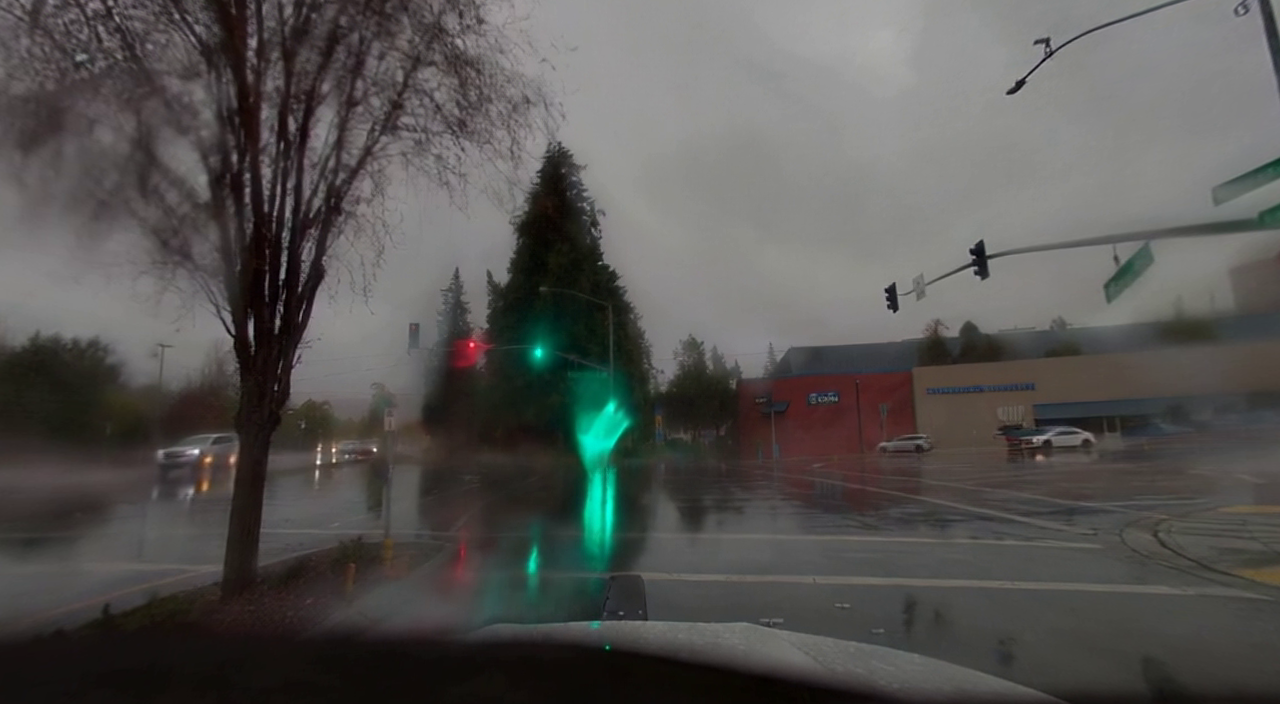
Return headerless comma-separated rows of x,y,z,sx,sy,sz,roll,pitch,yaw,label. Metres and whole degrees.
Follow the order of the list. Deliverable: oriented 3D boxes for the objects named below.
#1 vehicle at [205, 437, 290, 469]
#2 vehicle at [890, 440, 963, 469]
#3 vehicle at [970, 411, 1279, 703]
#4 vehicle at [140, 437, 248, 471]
-23.314,6.004,37.672,2.111,1.742,4.757,0,-8,-2,vehicle
15.610,5.525,34.221,4.703,1.492,1.930,8,-12,-44,vehicle
4.109,1.077,3.367,1.940,1.487,4.562,0,-8,-5,vehicle
-27.226,6.256,38.845,2.233,1.889,6.305,0,-8,-2,vehicle
